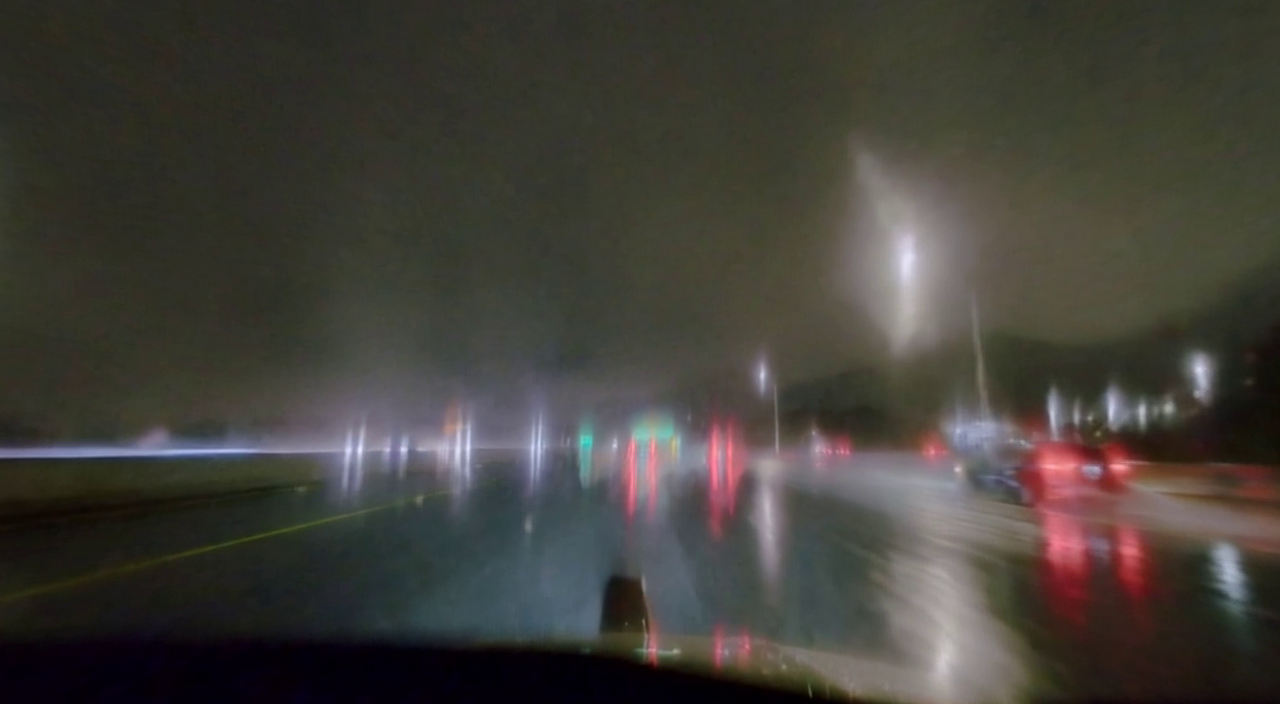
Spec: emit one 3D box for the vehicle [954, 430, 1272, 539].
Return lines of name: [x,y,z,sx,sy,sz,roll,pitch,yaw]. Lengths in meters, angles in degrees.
vehicle: [7.832,2.211,11.247,2.031,1.524,4.657,0,-8,0]

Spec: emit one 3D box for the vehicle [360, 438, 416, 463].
vehicle: [-17.929,7.037,45.143,1.927,1.619,4.965,0,-8,0]
